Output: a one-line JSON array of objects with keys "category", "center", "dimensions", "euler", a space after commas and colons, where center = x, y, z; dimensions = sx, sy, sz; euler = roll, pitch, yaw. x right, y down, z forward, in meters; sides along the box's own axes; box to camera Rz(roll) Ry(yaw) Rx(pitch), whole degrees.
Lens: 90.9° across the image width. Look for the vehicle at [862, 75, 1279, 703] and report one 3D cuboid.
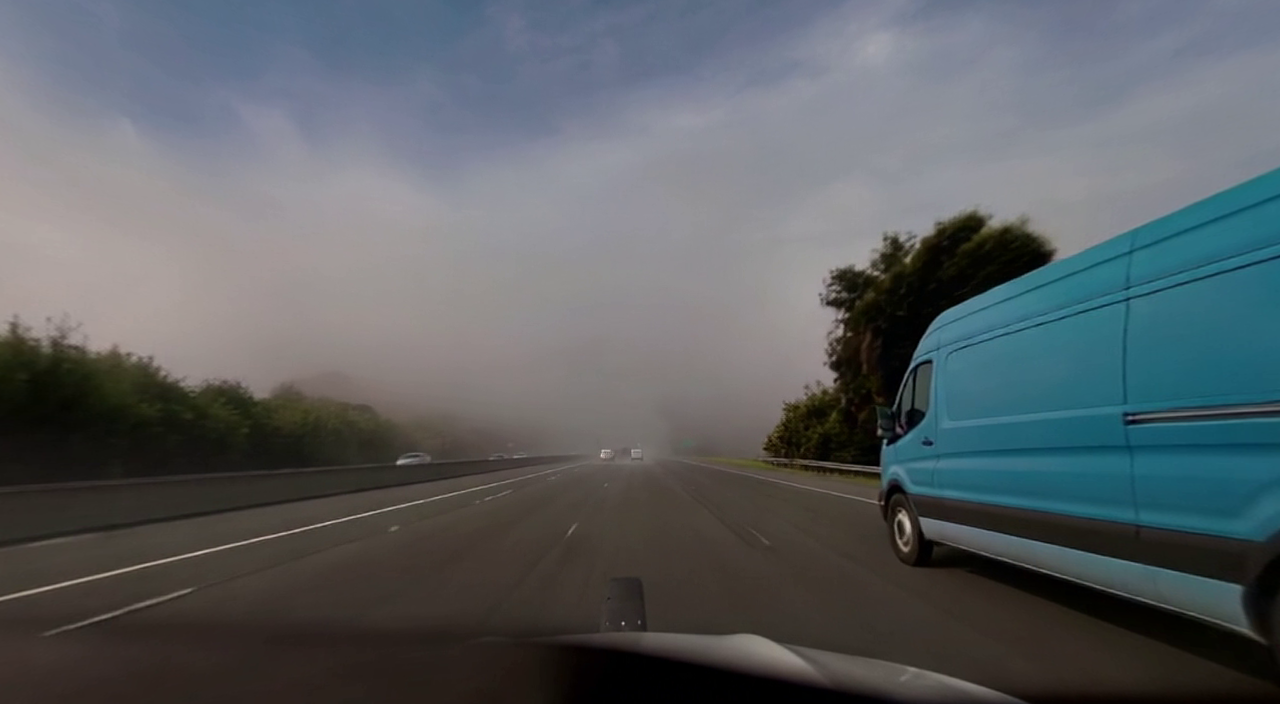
[{"category": "vehicle", "center": [3.988, 0.480, 4.154], "dimensions": [2.527, 2.809, 6.831], "euler": [0, -9, 0]}]
